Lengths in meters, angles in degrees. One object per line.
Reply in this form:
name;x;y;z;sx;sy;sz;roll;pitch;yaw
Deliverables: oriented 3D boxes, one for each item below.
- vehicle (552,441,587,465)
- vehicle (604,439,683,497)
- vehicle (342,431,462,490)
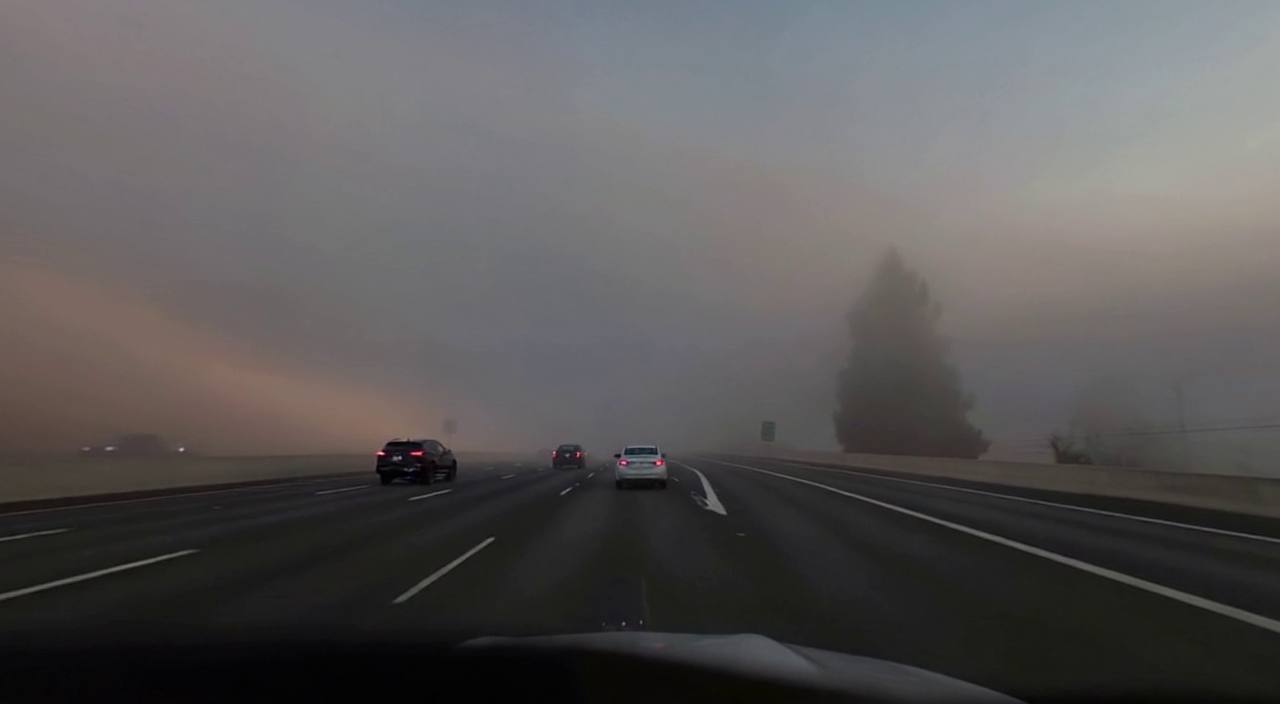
vehicle;-5.315;7.680;48.209;2.289;1.777;4.534;0;-8;-1
vehicle;0.025;3.343;18.605;2.082;1.482;4.126;0;-8;-2
vehicle;-8.048;3.698;21.942;2.206;1.788;4.914;0;-8;0
